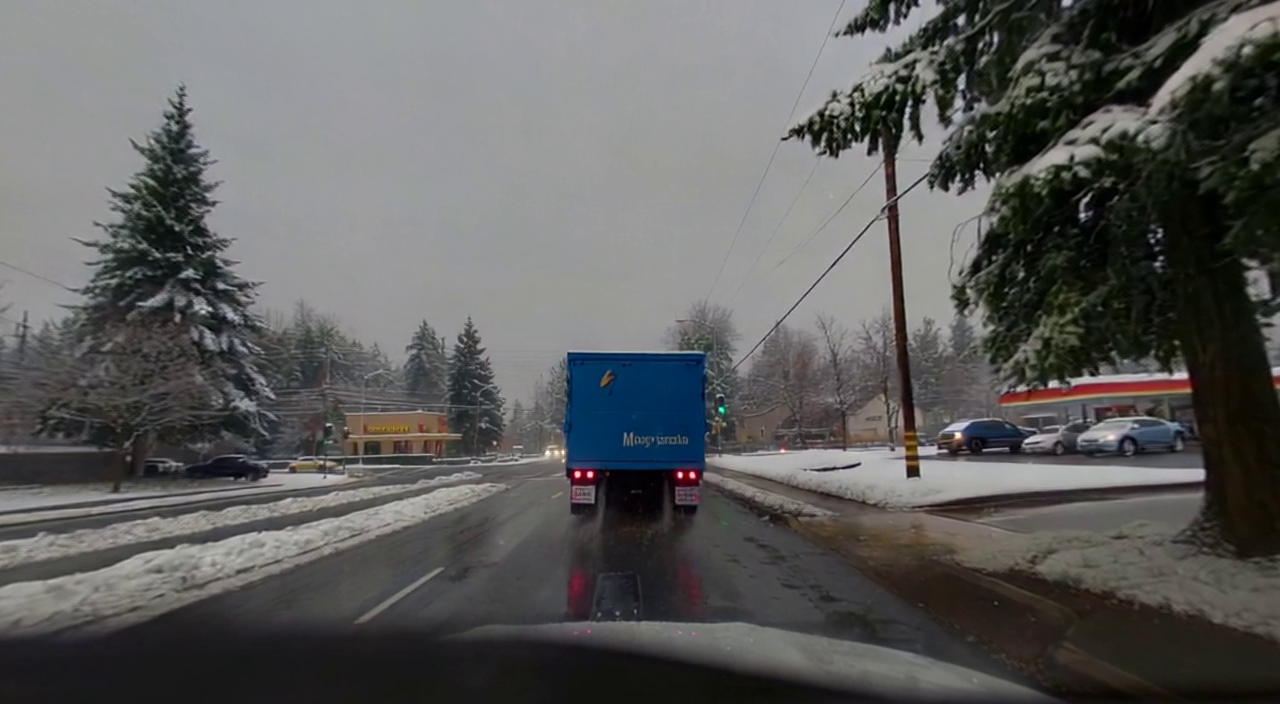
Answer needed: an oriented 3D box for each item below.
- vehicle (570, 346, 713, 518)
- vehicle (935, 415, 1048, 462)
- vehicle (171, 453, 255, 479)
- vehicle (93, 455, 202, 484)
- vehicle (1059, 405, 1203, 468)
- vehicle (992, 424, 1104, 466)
[{"bbox_3d":[0.028,1.761,13.996,2.463,2.954,5.938,1,-8,0],"label":"vehicle"},{"bbox_3d":[15.998,3.955,28.700,5.078,1.937,2.326,6,-10,-34],"label":"vehicle"},{"bbox_3d":[-27.948,7.447,41.505,4.303,1.567,2.021,4,-9,-28],"label":"vehicle"},{"bbox_3d":[-27.612,6.581,35.614,4.493,1.453,1.912,4,-9,-27],"label":"vehicle"},{"bbox_3d":[15.768,2.693,20.236,4.472,1.730,1.939,2,-10,-31],"label":"vehicle"},{"bbox_3d":[15.260,3.467,23.569,4.105,1.433,1.931,6,-10,-33],"label":"vehicle"}]
